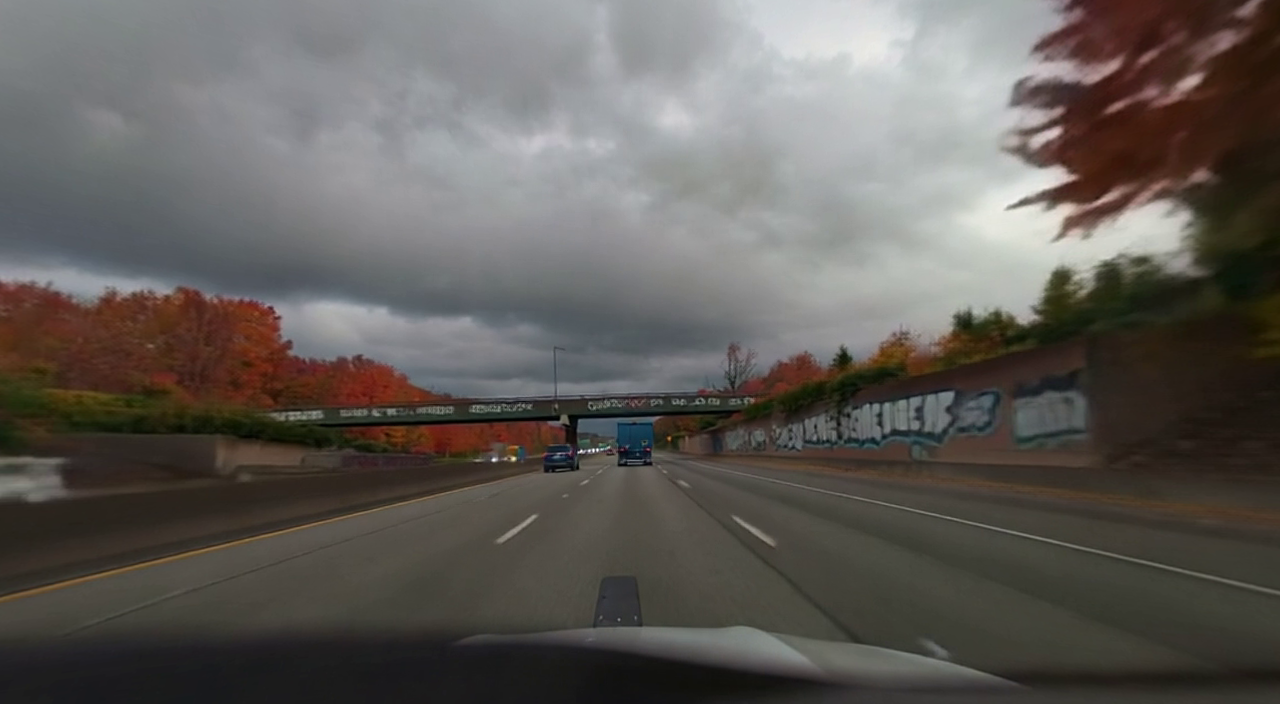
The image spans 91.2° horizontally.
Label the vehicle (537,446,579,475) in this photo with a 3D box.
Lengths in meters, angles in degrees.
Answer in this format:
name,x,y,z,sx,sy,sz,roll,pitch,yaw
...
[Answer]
name,x,y,z,sx,sy,sz,roll,pitch,yaw
vehicle,-4.507,6.037,35.088,1.892,1.529,3.996,0,-9,-1
